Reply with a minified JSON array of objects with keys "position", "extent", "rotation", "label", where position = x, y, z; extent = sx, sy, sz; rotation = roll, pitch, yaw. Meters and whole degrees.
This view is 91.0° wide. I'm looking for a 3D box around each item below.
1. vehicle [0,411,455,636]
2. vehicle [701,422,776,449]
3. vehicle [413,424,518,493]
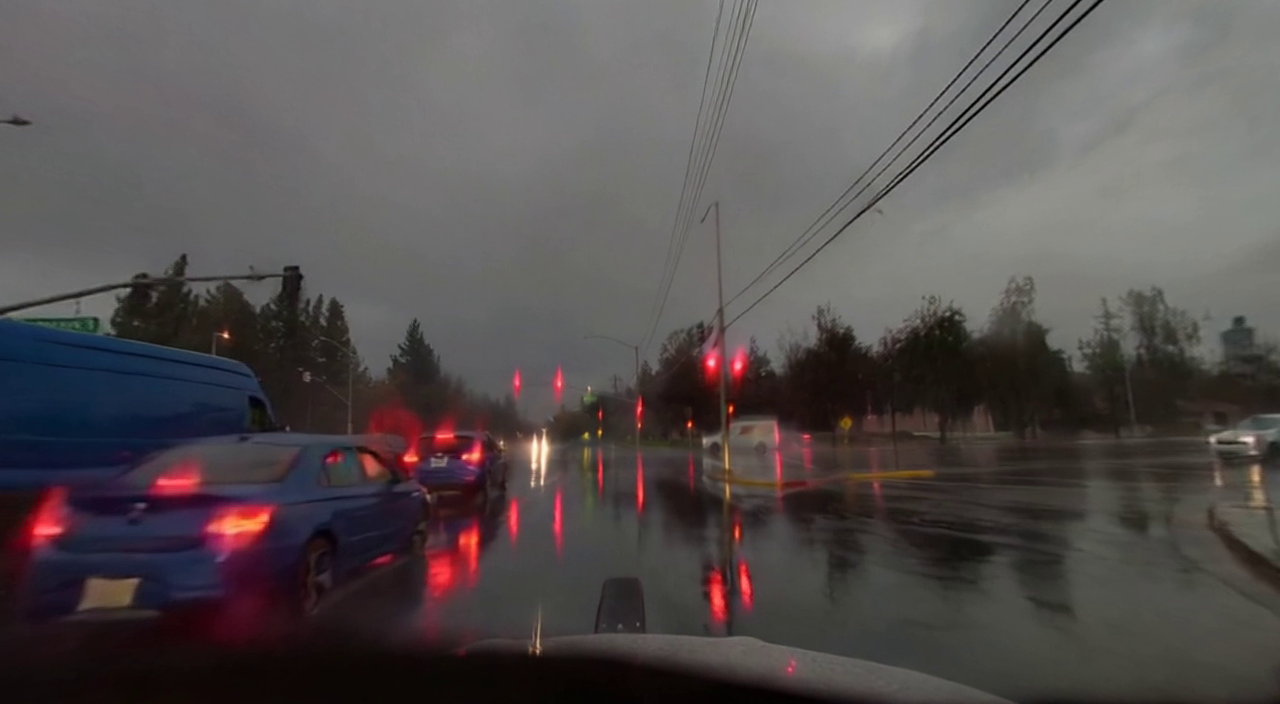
[{"position":[-3.581,1.499,6.556],"extent":[2.019,1.485,4.565],"rotation":[0,-9,-1],"label":"vehicle"},{"position":[6.604,5.642,42.321],"extent":[4.884,1.714,2.021],"rotation":[-1,-9,9],"label":"vehicle"},{"position":[-4.415,2.767,16.521],"extent":[1.815,1.569,3.940],"rotation":[1,-9,-3],"label":"vehicle"}]
